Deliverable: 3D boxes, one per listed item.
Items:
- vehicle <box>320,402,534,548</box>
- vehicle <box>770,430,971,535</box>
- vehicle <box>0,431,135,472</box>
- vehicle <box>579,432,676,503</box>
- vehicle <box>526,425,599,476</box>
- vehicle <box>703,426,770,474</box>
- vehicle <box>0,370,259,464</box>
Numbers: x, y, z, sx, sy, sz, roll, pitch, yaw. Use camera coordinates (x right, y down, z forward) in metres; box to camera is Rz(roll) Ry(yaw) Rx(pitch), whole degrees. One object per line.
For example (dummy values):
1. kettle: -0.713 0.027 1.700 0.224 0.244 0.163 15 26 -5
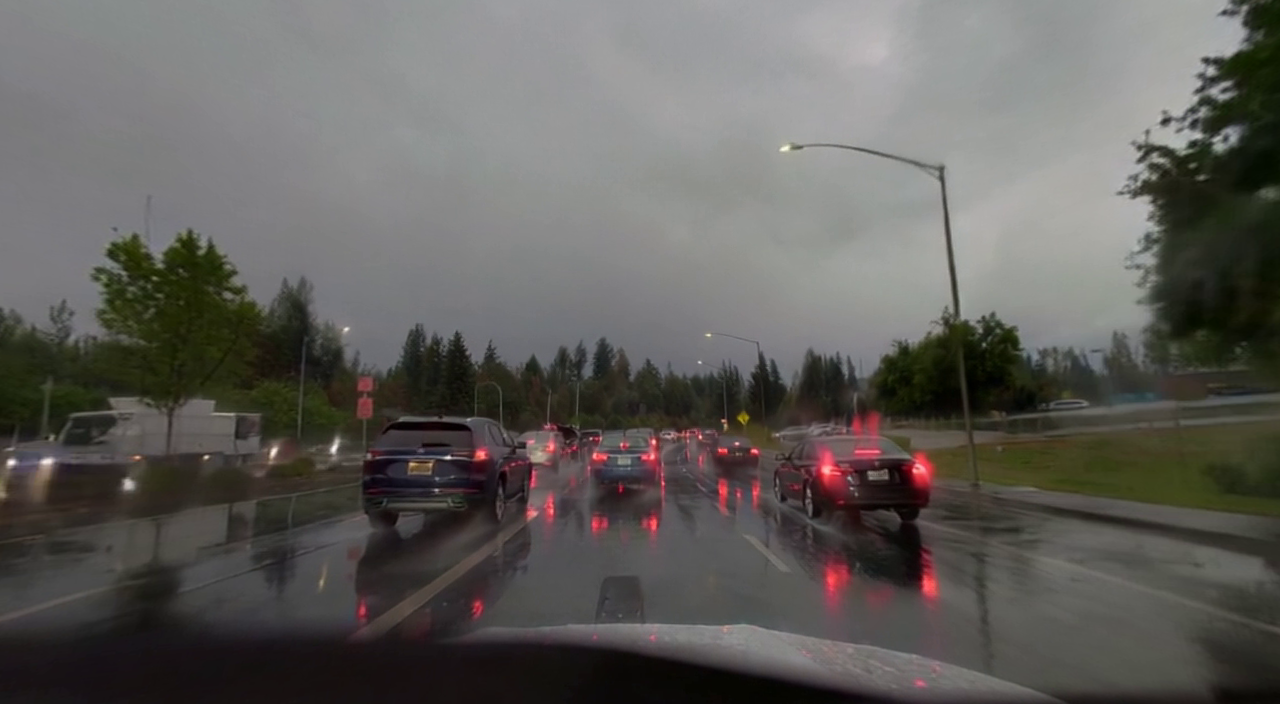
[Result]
1. vehicle: -3.022 1.878 10.390 2.111 1.745 5.274 1 -8 -5
2. vehicle: 3.669 2.137 10.998 1.884 1.463 4.195 0 -8 0
3. vehicle: -23.513 4.034 25.769 1.865 1.493 4.712 0 -8 1
4. vehicle: -0.254 2.744 15.478 2.030 1.477 4.330 0 -8 0
5. vehicle: -2.961 3.928 25.331 2.218 1.829 4.492 0 -8 2
6. vehicle: 3.946 4.097 26.638 2.099 1.845 4.363 0 -8 0
7. vehicle: -27.868 3.930 35.447 3.181 4.189 14.107 -1 -8 5
